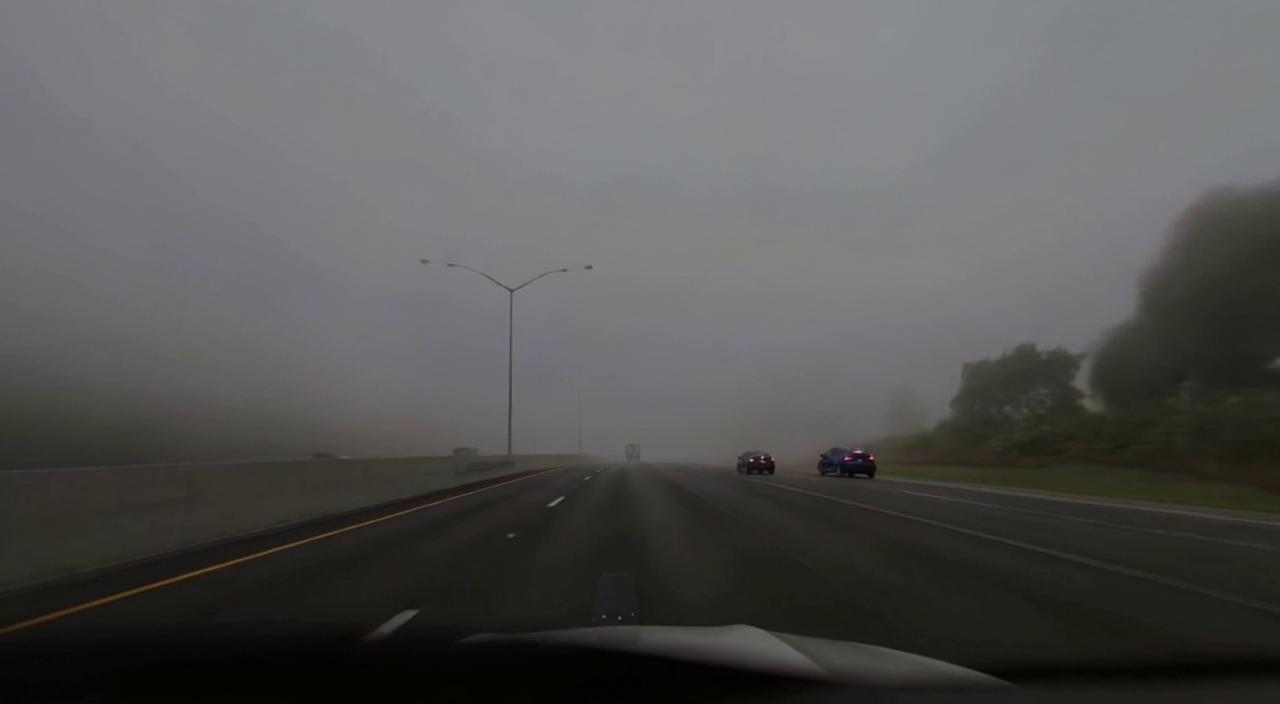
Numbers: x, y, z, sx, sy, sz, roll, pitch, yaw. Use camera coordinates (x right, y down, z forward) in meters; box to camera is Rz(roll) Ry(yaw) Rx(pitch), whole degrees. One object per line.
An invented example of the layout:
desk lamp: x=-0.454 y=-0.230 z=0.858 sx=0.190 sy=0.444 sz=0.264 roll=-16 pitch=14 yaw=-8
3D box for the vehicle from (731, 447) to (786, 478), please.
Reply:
vehicle: x=6.397 y=6.000 z=34.418 sx=2.053 sy=1.553 sz=4.463 roll=0 pitch=-9 yaw=-1

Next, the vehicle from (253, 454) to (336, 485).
vehicle: x=-17.929 y=6.096 z=32.910 sx=1.885 sy=1.491 sz=4.302 roll=0 pitch=-9 yaw=0

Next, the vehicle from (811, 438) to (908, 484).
vehicle: x=10.055 y=5.062 z=29.491 sx=2.387 sy=1.936 sz=5.646 roll=0 pitch=-9 yaw=-1
